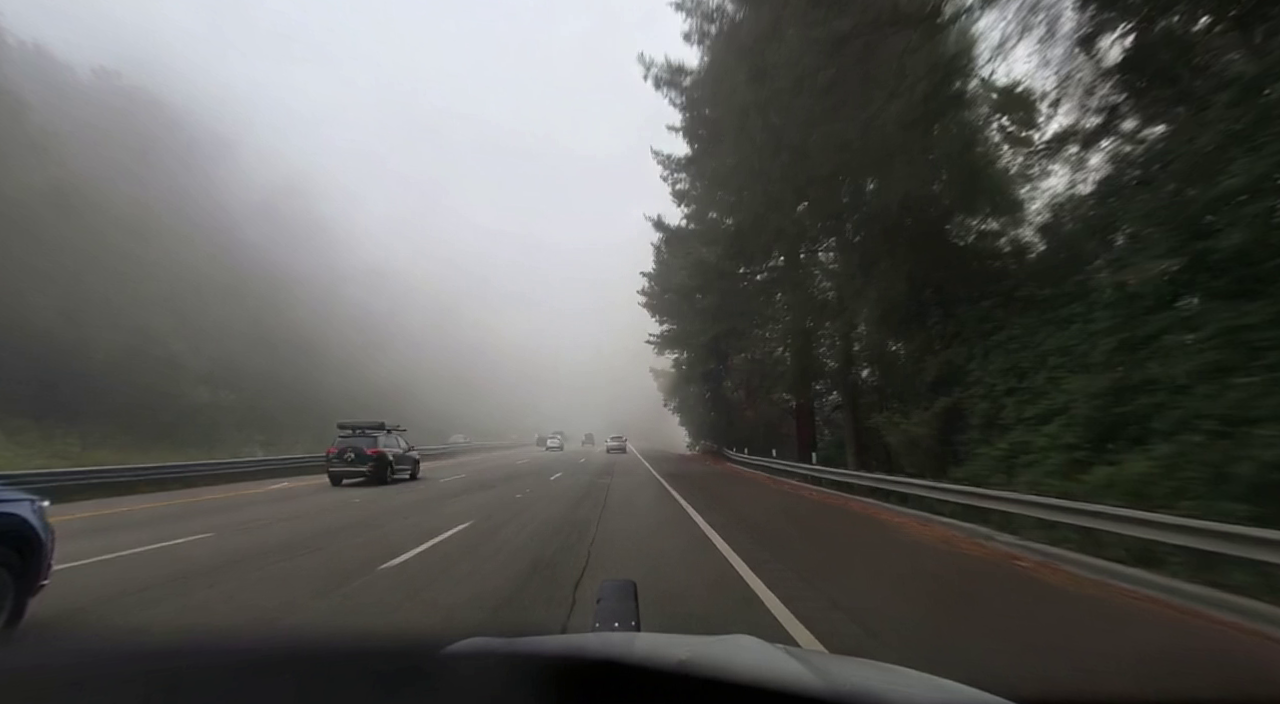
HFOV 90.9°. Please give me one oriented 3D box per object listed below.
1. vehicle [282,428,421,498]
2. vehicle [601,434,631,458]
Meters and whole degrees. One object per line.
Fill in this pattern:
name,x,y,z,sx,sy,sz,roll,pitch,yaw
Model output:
vehicle,-8.032,3.081,18.072,1.964,1.745,4.338,0,-7,0
vehicle,-1.779,7.134,48.032,2.178,1.658,3.916,0,-7,-1
